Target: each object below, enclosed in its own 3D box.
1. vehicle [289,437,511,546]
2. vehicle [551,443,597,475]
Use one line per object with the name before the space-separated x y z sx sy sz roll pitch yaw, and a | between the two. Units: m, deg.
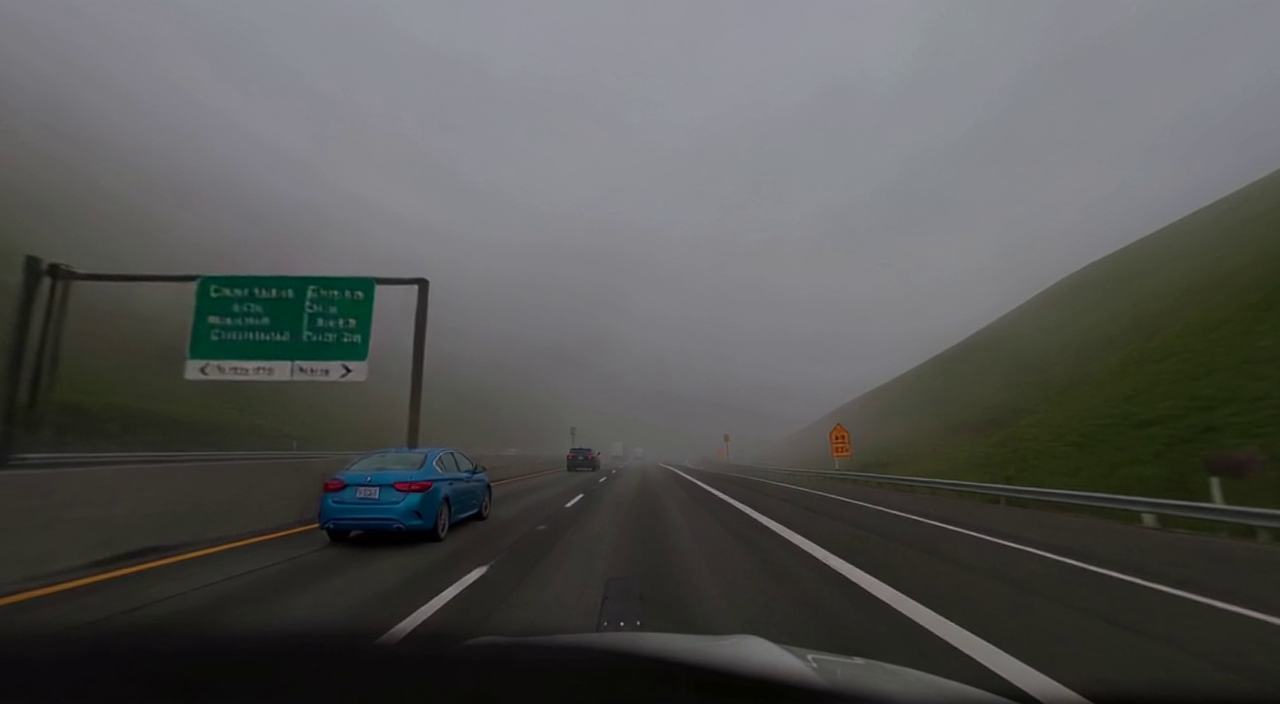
vehicle | -3.691 2.223 10.776 1.988 1.440 4.504 0 -9 0
vehicle | -3.655 6.002 35.639 2.073 1.694 4.162 0 -9 1
